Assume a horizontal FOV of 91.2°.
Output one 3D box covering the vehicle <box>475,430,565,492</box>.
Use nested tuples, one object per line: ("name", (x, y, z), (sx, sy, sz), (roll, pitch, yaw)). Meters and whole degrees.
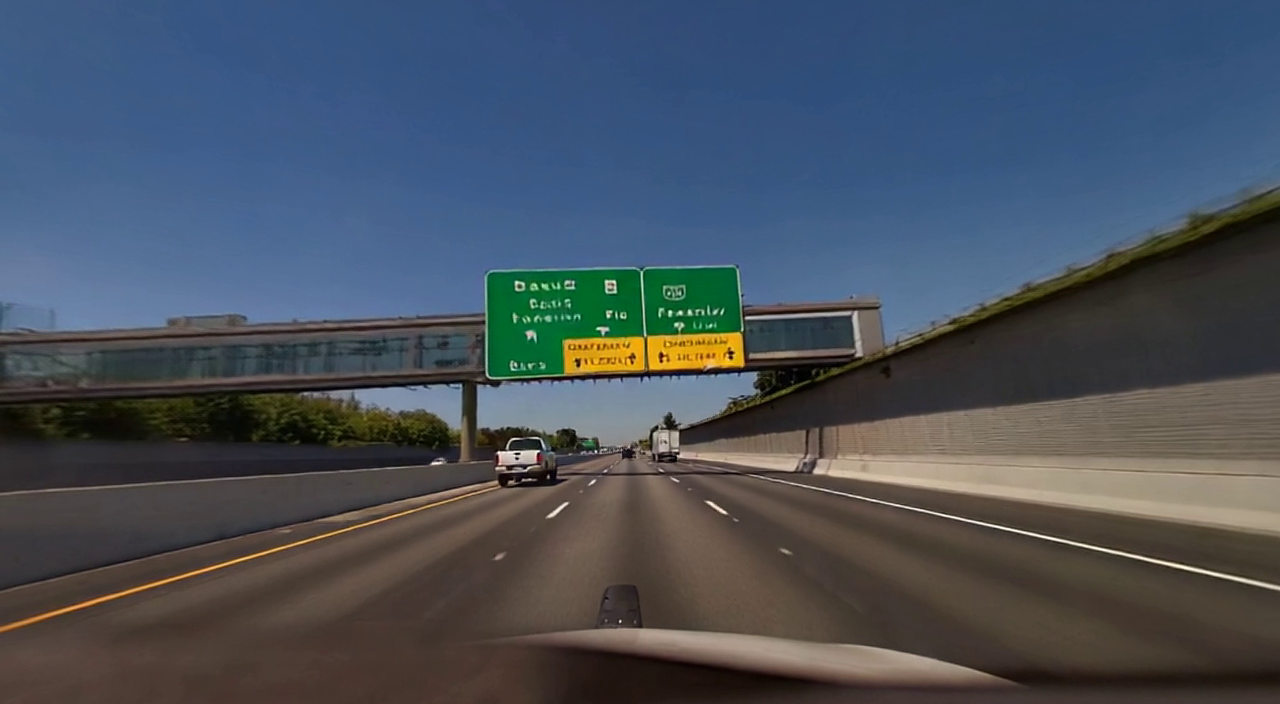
("vehicle", (-3.961, 3.715, 21.630), (2.173, 1.857, 4.800), (0, -9, 0))
